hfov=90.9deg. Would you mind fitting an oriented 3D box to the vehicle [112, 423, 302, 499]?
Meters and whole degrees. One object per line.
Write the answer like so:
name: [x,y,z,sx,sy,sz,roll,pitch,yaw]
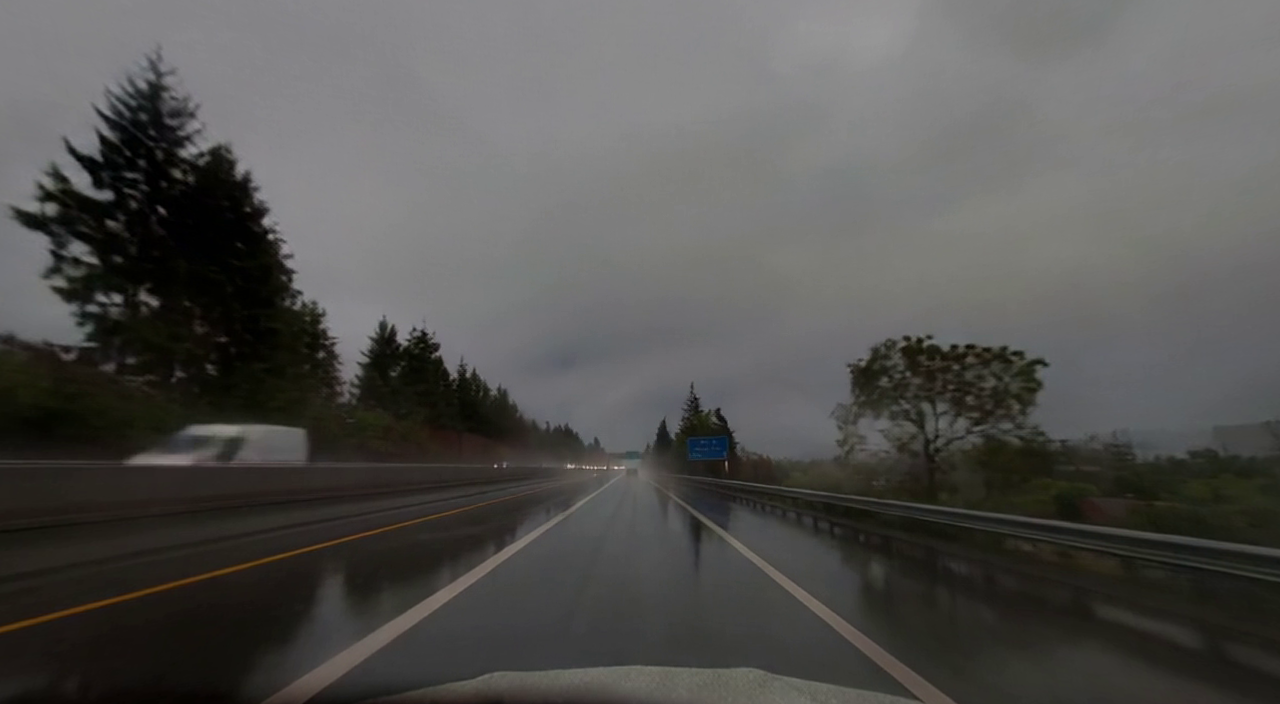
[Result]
vehicle: [-12.478,3.256,18.712,2.148,1.890,4.919,1,-10,-1]
